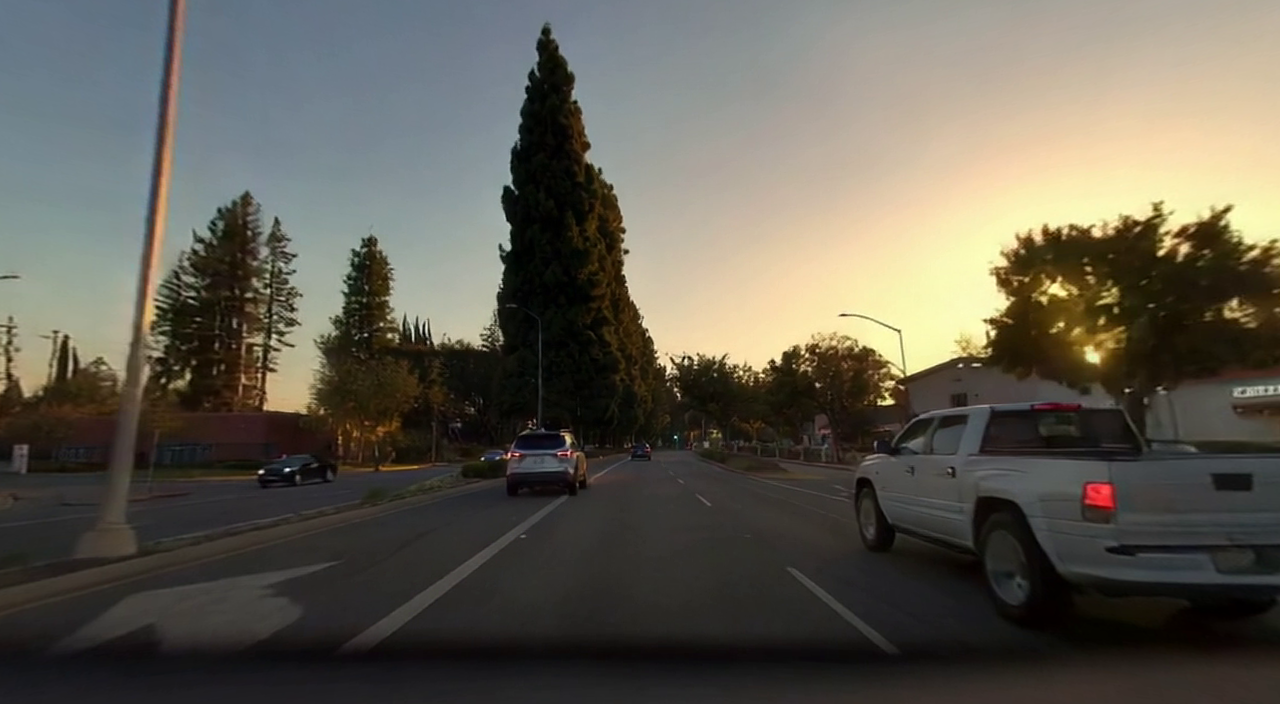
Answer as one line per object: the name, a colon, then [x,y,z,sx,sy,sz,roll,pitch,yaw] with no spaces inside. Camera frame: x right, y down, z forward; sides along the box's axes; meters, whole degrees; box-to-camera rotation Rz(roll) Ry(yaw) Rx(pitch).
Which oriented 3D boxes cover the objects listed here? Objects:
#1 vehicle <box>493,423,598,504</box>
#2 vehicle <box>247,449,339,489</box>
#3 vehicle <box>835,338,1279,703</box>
vehicle: [-2.386,2.997,17.402,2.300,1.870,4.936,0,-8,-2]
vehicle: [-16.916,5.708,31.109,2.060,1.769,4.385,0,-8,0]
vehicle: [3.477,1.142,5.127,2.238,1.767,4.563,0,-8,-1]
